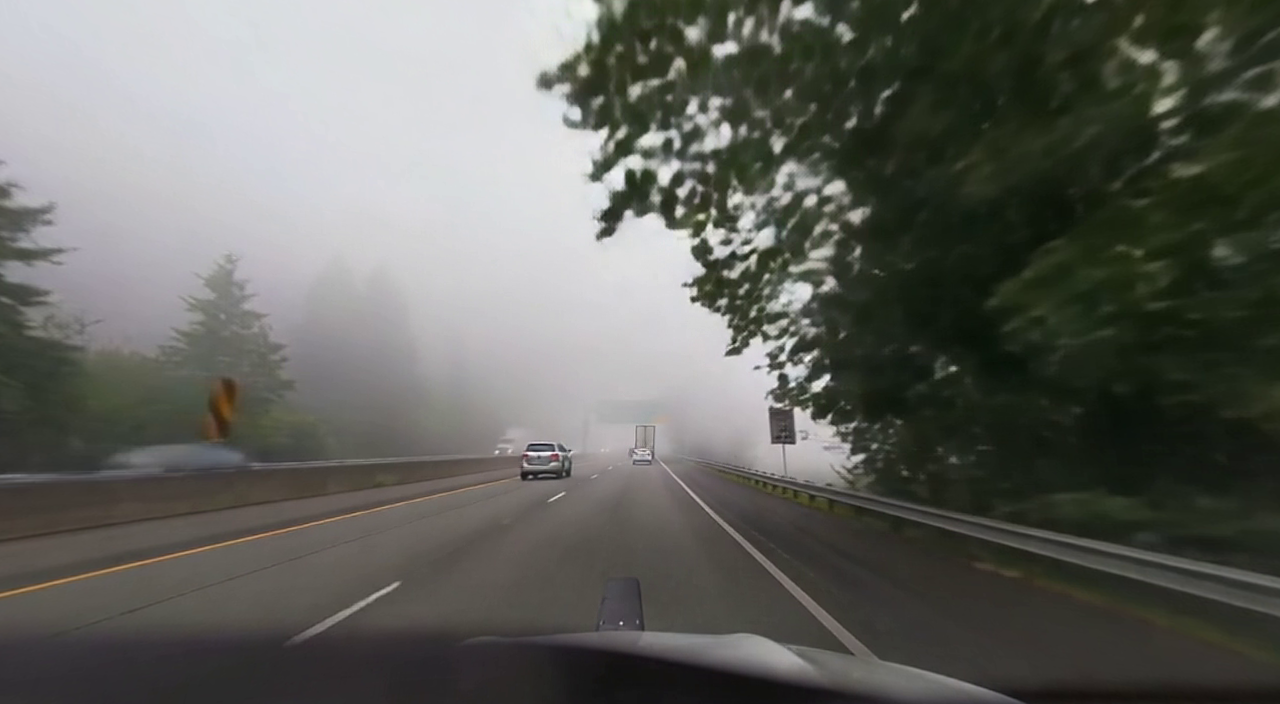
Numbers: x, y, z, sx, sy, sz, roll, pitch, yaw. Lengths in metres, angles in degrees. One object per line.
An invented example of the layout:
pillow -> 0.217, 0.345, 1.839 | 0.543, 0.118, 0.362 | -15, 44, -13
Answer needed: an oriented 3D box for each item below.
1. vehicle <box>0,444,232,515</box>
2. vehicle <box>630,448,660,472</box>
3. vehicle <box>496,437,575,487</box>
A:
vehicle -> -12.357, 2.987, 15.322 | 1.888, 1.453, 4.428 | 0, -9, 1
vehicle -> 0.309, 6.966, 40.866 | 1.853, 1.436, 3.438 | 0, -9, 0
vehicle -> -3.867, 4.189, 24.276 | 2.097, 1.722, 4.808 | 0, -9, 1
